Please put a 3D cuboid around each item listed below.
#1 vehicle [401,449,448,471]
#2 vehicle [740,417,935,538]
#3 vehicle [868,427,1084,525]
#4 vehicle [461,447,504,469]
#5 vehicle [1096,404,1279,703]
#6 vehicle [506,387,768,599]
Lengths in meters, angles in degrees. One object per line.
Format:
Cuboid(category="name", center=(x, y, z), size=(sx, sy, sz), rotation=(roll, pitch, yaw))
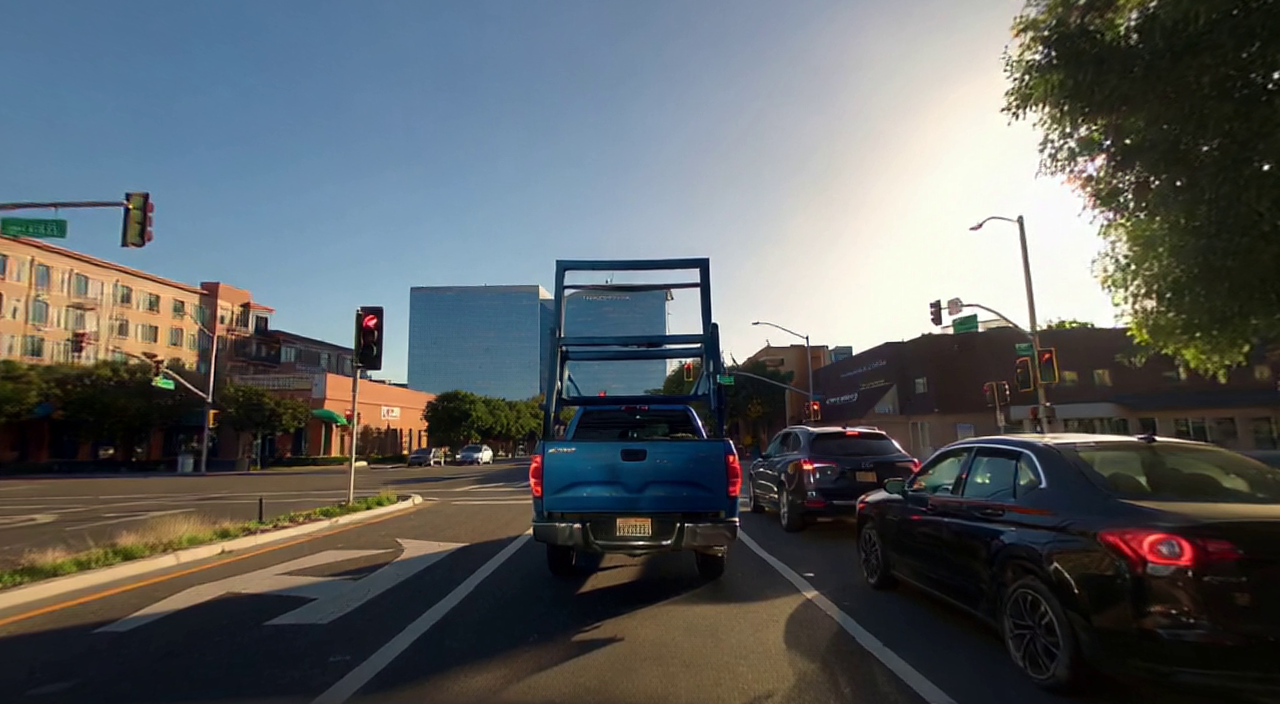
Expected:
Cuboid(category="vehicle", center=(-15.818, 7.893, 46.549), size=(1.915, 1.491, 4.347), rotation=(0, -8, 1))
Cuboid(category="vehicle", center=(3.233, 2.155, 11.478), size=(2.013, 1.742, 4.424), rotation=(0, -8, -1))
Cuboid(category="vehicle", center=(6.535, 2.434, 12.993), size=(2.002, 1.651, 4.305), rotation=(0, -8, -1))
Cuboid(category="vehicle", center=(-11.747, 7.912, 47.399), size=(1.989, 1.459, 4.667), rotation=(0, -8, 0))
Cuboid(category="vehicle", center=(3.248, 0.712, 0.794), size=(2.057, 1.463, 4.365), rotation=(0, -8, 0))
Cuboid(category="vehicle", center=(-0.127, 1.592, 8.037), size=(2.344, 1.883, 4.572), rotation=(0, -8, -3))
